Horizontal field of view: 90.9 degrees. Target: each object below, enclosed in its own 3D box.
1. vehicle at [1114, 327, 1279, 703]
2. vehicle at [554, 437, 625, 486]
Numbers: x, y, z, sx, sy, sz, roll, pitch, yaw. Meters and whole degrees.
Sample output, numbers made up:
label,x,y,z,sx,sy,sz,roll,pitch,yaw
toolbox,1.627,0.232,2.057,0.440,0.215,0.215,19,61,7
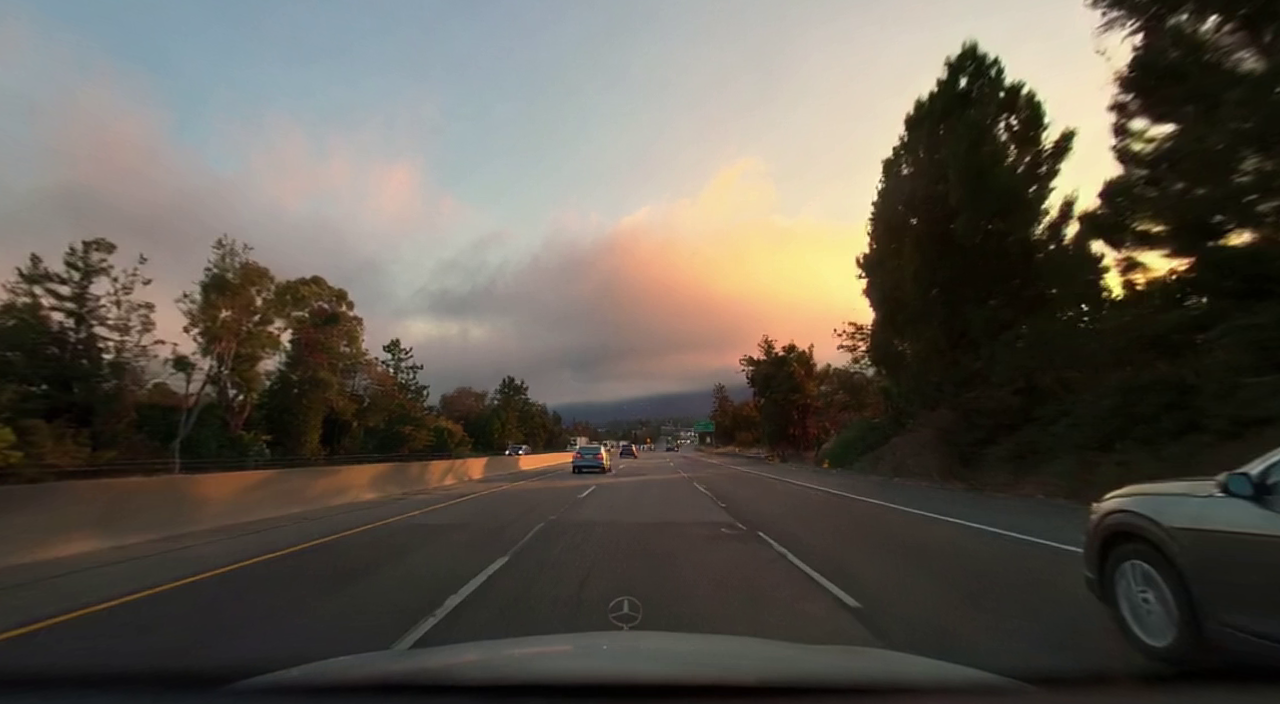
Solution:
label,x,y,z,sx,sy,sz,roll,pitch,yaw
vehicle,3.668,0.557,1.066,2.166,1.756,4.538,0,-9,0
vehicle,-1.790,4.135,24.068,2.231,1.652,4.503,0,-9,2
